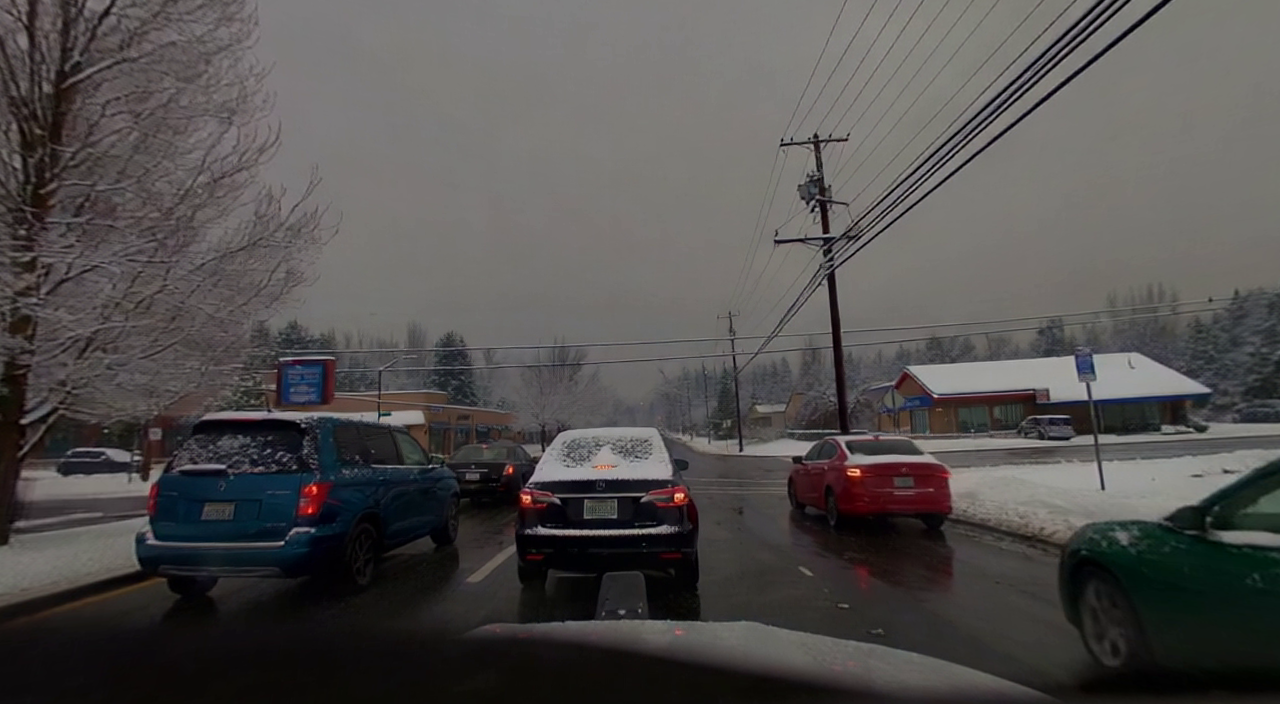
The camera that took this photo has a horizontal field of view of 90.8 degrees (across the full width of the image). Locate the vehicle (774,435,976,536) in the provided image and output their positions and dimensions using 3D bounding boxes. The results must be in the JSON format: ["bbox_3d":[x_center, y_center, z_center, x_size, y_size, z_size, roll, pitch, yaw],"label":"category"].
[{"bbox_3d":[3.918,2.289,11.503,1.909,1.473,4.361,0,-9,-1],"label":"vehicle"}]

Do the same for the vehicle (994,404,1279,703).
[{"bbox_3d":[3.618,0.926,2.368,1.929,1.479,4.723,0,-9,1],"label":"vehicle"}]

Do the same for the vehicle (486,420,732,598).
[{"bbox_3d":[-0.320,1.633,7.396,2.097,1.511,3.809,0,-9,-2],"label":"vehicle"}]

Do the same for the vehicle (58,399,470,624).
[{"bbox_3d":[-3.433,1.527,6.999,1.979,1.697,4.254,0,-9,-1],"label":"vehicle"}]
